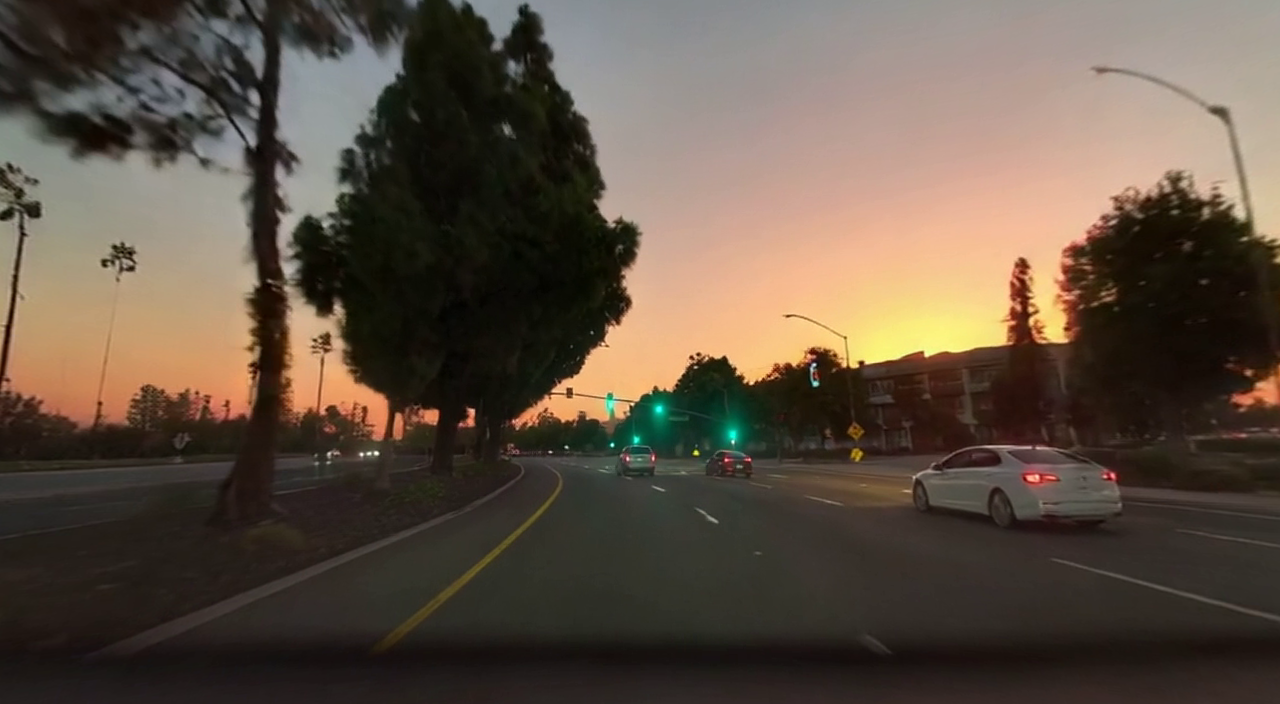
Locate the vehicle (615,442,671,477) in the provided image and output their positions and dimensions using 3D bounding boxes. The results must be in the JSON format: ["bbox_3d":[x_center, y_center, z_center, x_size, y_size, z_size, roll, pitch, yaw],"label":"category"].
[{"bbox_3d":[0.062,5.562,32.966,2.122,1.646,4.525,1,-9,-10],"label":"vehicle"}]

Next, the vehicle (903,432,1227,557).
[{"bbox_3d":[6.068,2.044,9.865,1.882,1.476,4.344,0,-8,-3],"label":"vehicle"}]

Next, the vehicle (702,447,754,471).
[{"bbox_3d":[5.712,7.011,41.685,1.940,1.460,4.652,1,-9,-11],"label":"vehicle"}]
